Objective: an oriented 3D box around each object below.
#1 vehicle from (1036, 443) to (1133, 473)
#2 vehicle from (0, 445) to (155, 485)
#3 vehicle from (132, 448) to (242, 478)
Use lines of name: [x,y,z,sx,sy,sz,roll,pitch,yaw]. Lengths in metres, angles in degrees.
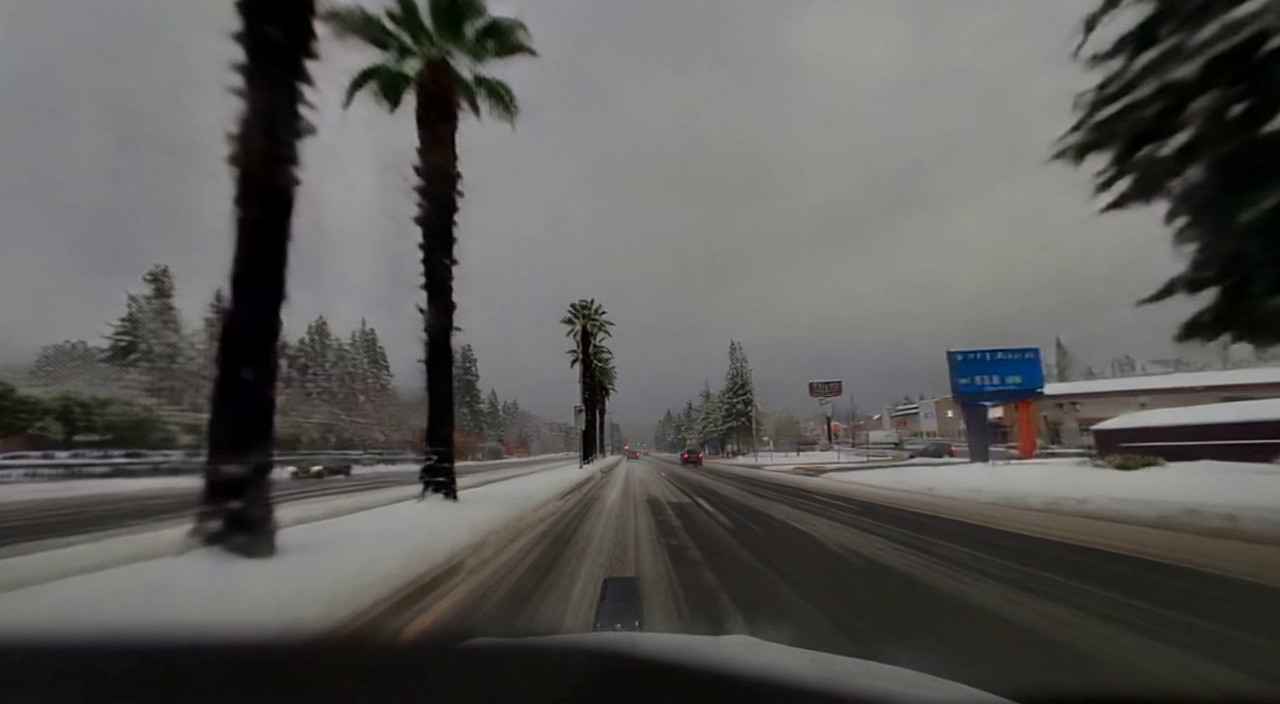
vehicle: [24.159,5.742,34.447,1.881,1.509,4.448,0,-9,-3]
vehicle: [-32.027,6.404,35.955,6.216,2.077,2.806,0,-9,1]
vehicle: [-30.601,7.497,42.689,5.493,1.979,2.437,0,-9,-2]
